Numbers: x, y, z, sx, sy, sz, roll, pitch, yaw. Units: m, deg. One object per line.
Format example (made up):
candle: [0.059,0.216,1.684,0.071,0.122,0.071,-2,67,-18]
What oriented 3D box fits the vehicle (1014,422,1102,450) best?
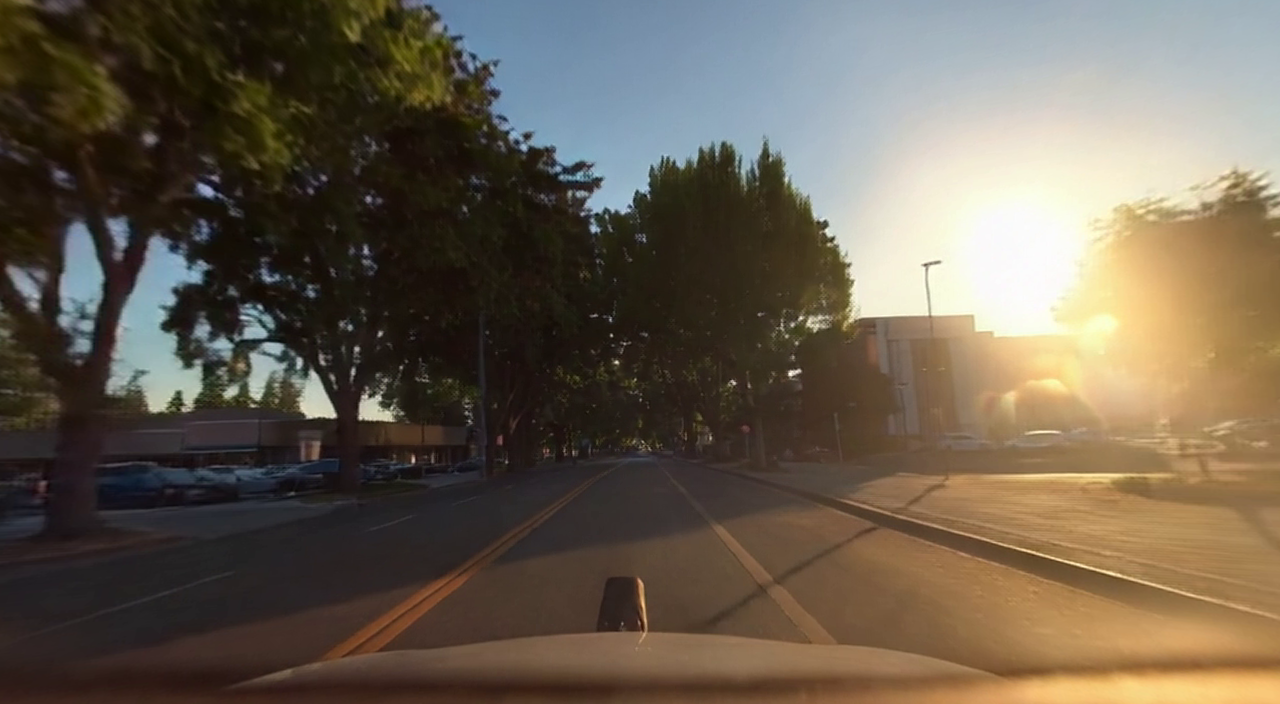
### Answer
vehicle: [32.342,6.524,48.960,5.318,1.849,2.058,-2,-9,-3]

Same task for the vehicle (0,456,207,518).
vehicle: [-16.289,4.061,19.295,4.650,1.700,1.915,0,-9,-2]

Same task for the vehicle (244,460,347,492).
vehicle: [-15.987,5.755,29.439,3.771,1.404,1.639,0,-9,-2]

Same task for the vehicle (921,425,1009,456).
vehicle: [25.168,6.878,49.041,5.444,1.901,2.250,-4,-9,-3]

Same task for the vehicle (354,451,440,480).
vehicle: [-15.215,7.131,39.708,4.579,1.701,2.033,-1,-9,1]

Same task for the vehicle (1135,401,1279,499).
vehicle: [11.204,1.812,11.828,4.587,1.504,1.928,7,-11,-39]
